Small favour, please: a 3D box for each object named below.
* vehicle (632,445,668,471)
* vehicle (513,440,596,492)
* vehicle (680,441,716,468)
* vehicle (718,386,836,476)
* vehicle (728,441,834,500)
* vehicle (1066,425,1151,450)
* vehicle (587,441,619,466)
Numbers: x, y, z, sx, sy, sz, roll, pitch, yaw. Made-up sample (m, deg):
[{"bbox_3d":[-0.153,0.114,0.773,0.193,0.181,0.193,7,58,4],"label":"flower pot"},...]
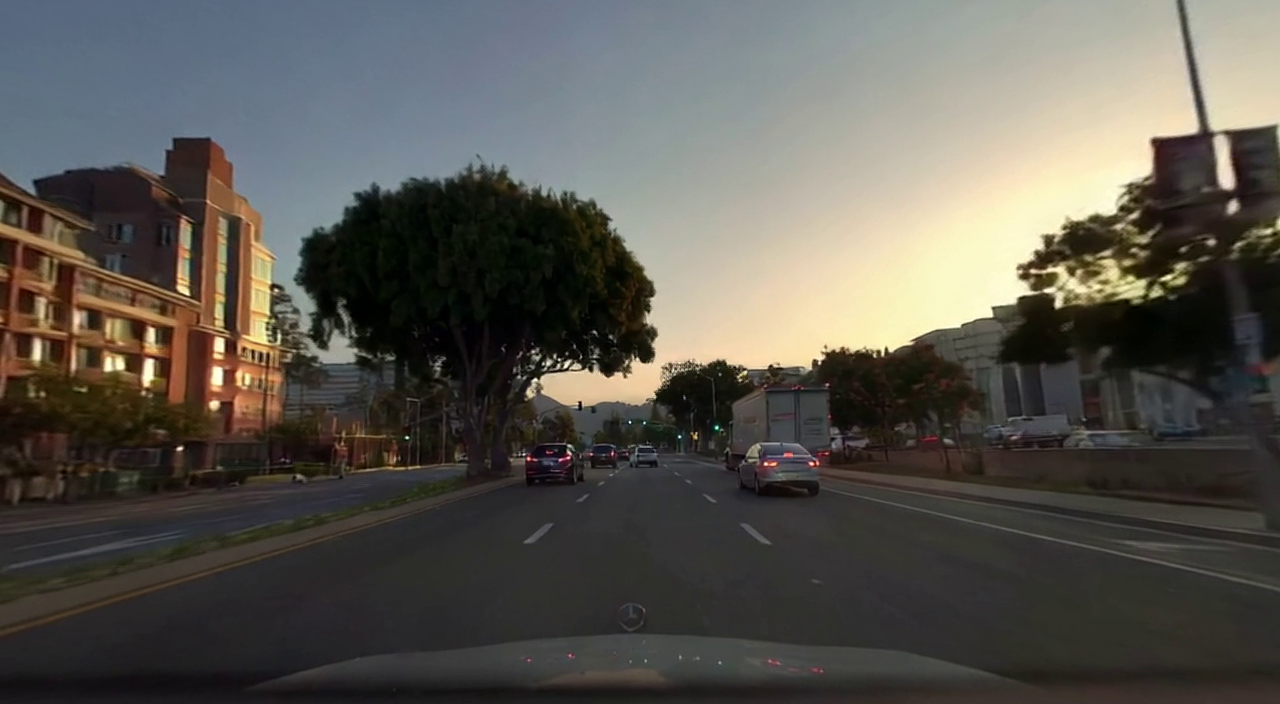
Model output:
[{"bbox_3d":[0.525,6.364,38.079,2.020,1.461,4.326,0,-8,-1],"label":"vehicle"},{"bbox_3d":[-2.703,3.718,21.000,2.003,1.509,4.396,-1,-8,2],"label":"vehicle"},{"bbox_3d":[3.880,6.936,42.739,2.050,1.683,3.990,0,-8,0],"label":"vehicle"},{"bbox_3d":[7.623,5.040,38.815,3.383,4.268,17.469,0,-8,0],"label":"vehicle"},{"bbox_3d":[3.813,3.254,17.820,1.972,1.452,4.189,0,-8,0],"label":"vehicle"},{"bbox_3d":[36.455,6.694,49.133,5.045,1.644,1.906,-3,-8,-2],"label":"vehicle"},{"bbox_3d":[-2.771,7.801,48.680,2.137,1.796,4.304,0,-8,1],"label":"vehicle"}]
